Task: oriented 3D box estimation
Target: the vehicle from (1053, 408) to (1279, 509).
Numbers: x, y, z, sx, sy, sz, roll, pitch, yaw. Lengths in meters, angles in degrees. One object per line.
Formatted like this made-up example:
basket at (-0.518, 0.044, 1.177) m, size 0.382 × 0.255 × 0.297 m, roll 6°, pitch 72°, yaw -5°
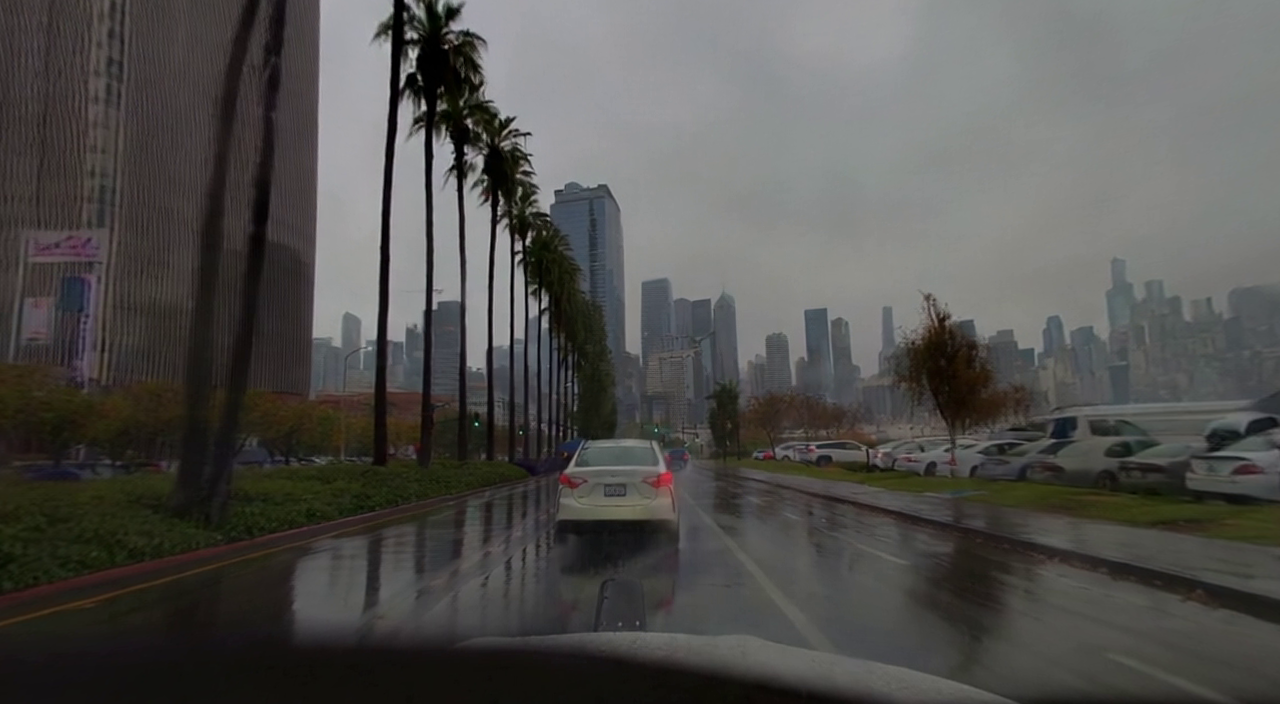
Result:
vehicle at (12.905, 2.332, 14.187) m, size 5.301 × 1.962 × 2.431 m, roll -3°, pitch -8°, yaw 4°

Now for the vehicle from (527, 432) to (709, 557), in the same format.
vehicle at (-0.262, 2.054, 9.767) m, size 2.235 × 1.528 × 3.876 m, roll 0°, pitch -9°, yaw 0°
